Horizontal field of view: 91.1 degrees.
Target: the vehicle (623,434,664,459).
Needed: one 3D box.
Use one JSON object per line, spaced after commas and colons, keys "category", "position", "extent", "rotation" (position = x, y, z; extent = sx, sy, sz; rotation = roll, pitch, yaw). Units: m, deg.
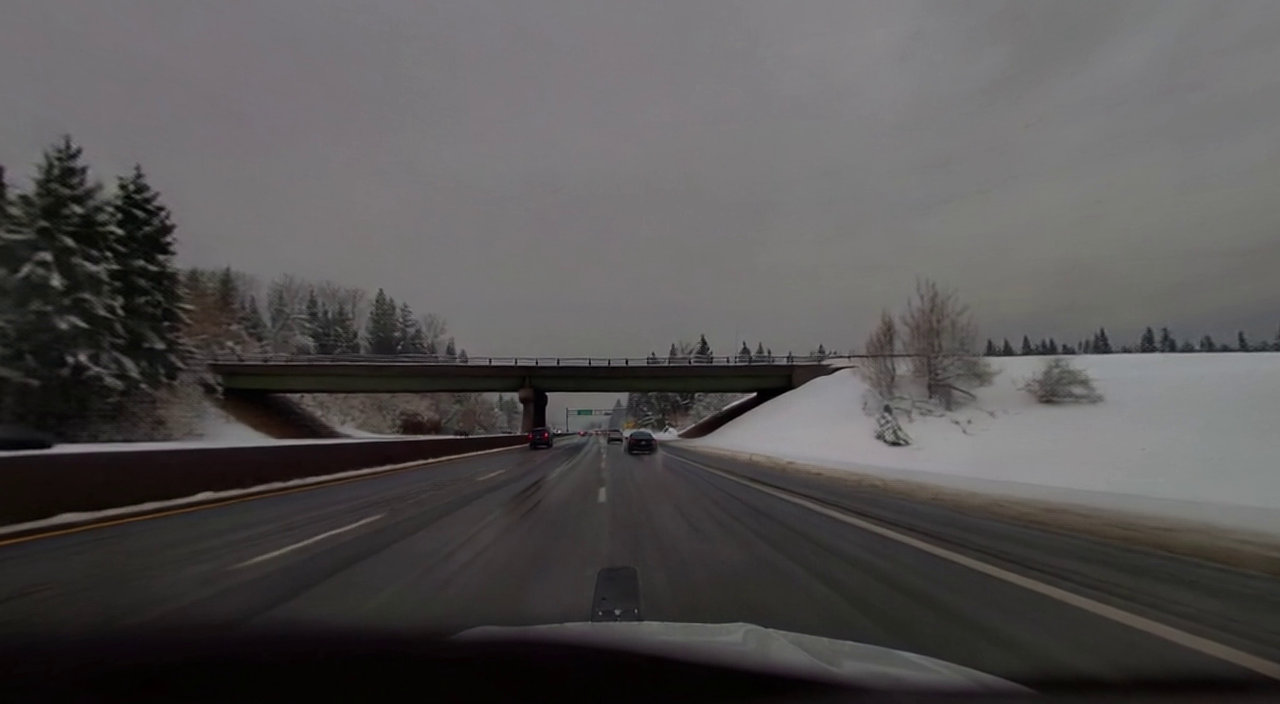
{"category": "vehicle", "position": [0.112, 5.225, 34.933], "extent": [1.999, 1.329, 3.913], "rotation": [1, -8, -4]}
